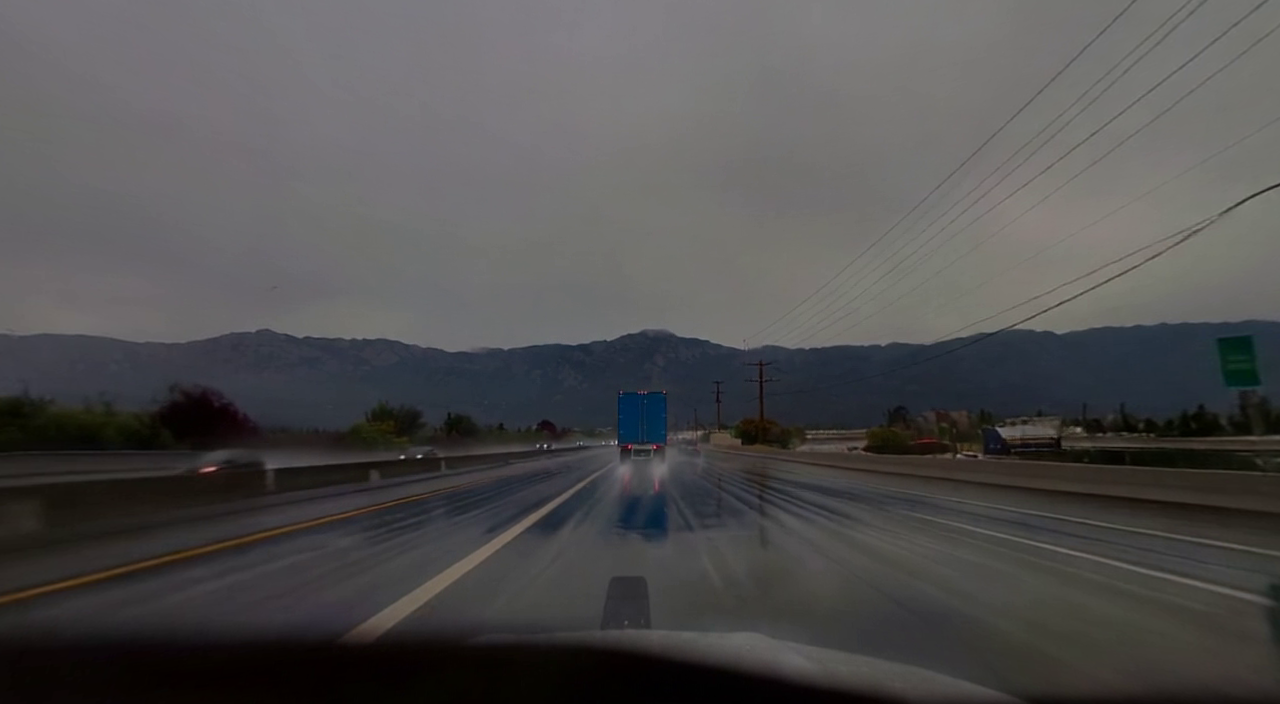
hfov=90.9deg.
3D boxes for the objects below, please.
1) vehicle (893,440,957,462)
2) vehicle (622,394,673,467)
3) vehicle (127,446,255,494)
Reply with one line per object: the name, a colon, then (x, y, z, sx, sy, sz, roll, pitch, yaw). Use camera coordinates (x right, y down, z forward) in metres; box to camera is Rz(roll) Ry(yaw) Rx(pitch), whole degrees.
vehicle: (20.998, 7.316, 46.667, 2.037, 1.564, 4.905, 1, -9, -6)
vehicle: (0.367, 5.323, 41.789, 2.919, 4.101, 11.541, 0, -8, -1)
vehicle: (-20.040, 5.229, 28.491, 2.111, 1.965, 4.954, 0, -8, 0)
